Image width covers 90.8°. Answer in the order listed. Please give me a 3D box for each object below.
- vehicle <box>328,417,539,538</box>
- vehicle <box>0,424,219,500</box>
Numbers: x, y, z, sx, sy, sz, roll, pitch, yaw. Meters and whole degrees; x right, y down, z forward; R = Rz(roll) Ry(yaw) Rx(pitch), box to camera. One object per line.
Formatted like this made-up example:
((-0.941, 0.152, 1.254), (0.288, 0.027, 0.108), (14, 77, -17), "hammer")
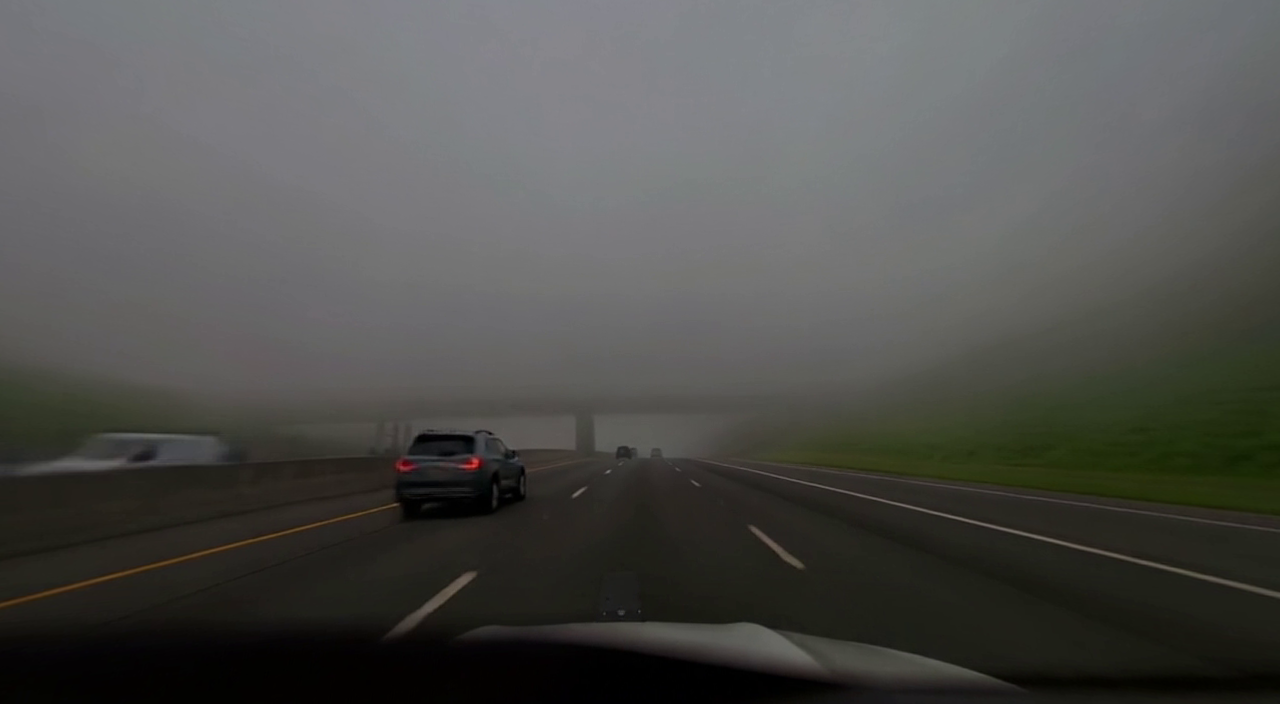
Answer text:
((-3.356, 2.166, 11.436), (2.181, 1.730, 4.517), (0, -9, 1), "vehicle")
((-14.900, 3.089, 18.027), (2.078, 1.841, 5.188), (0, -9, 1), "vehicle")
